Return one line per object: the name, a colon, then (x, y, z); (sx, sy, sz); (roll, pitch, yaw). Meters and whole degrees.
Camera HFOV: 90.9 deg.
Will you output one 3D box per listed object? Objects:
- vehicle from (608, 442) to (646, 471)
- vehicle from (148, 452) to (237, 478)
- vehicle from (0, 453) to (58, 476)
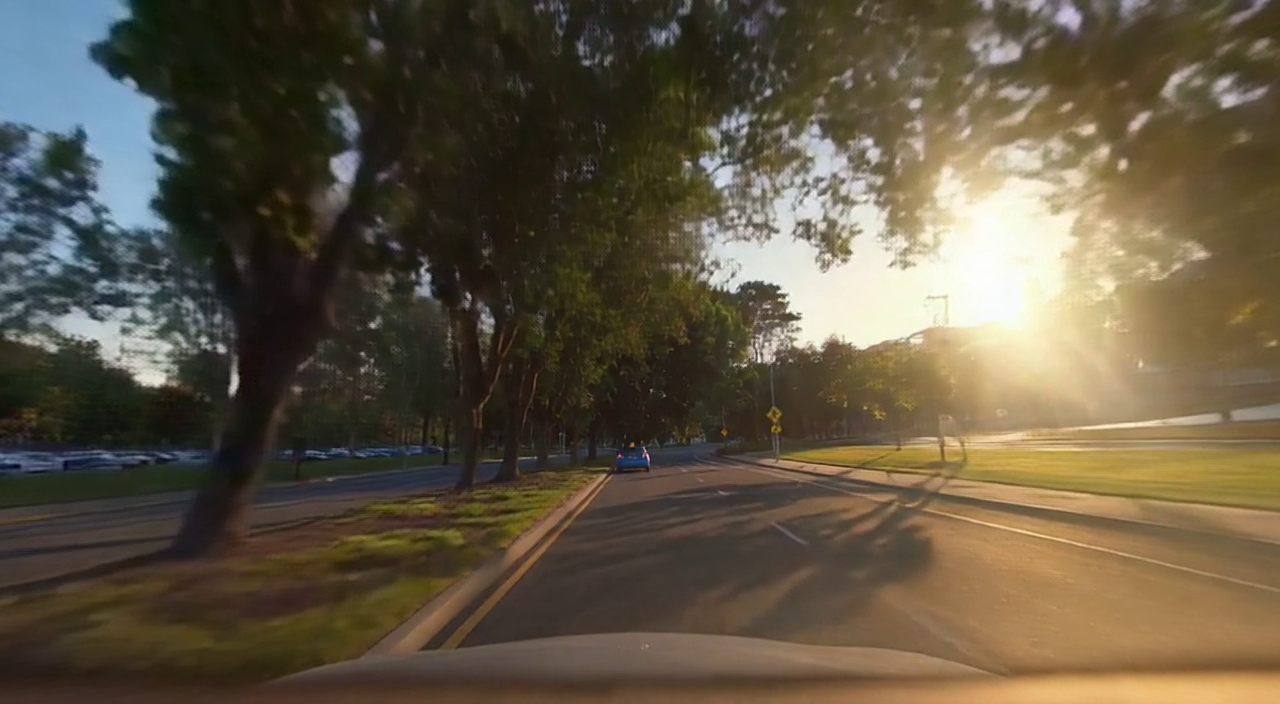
vehicle: (-0.703, 5.785, 35.264); (1.978, 1.499, 3.915); (0, -8, -1)
vehicle: (-30.238, 7.620, 42.744); (4.577, 1.467, 1.955); (-3, -8, -1)
vehicle: (-42.804, 7.689, 43.008); (4.272, 1.451, 1.902); (0, -8, -1)
